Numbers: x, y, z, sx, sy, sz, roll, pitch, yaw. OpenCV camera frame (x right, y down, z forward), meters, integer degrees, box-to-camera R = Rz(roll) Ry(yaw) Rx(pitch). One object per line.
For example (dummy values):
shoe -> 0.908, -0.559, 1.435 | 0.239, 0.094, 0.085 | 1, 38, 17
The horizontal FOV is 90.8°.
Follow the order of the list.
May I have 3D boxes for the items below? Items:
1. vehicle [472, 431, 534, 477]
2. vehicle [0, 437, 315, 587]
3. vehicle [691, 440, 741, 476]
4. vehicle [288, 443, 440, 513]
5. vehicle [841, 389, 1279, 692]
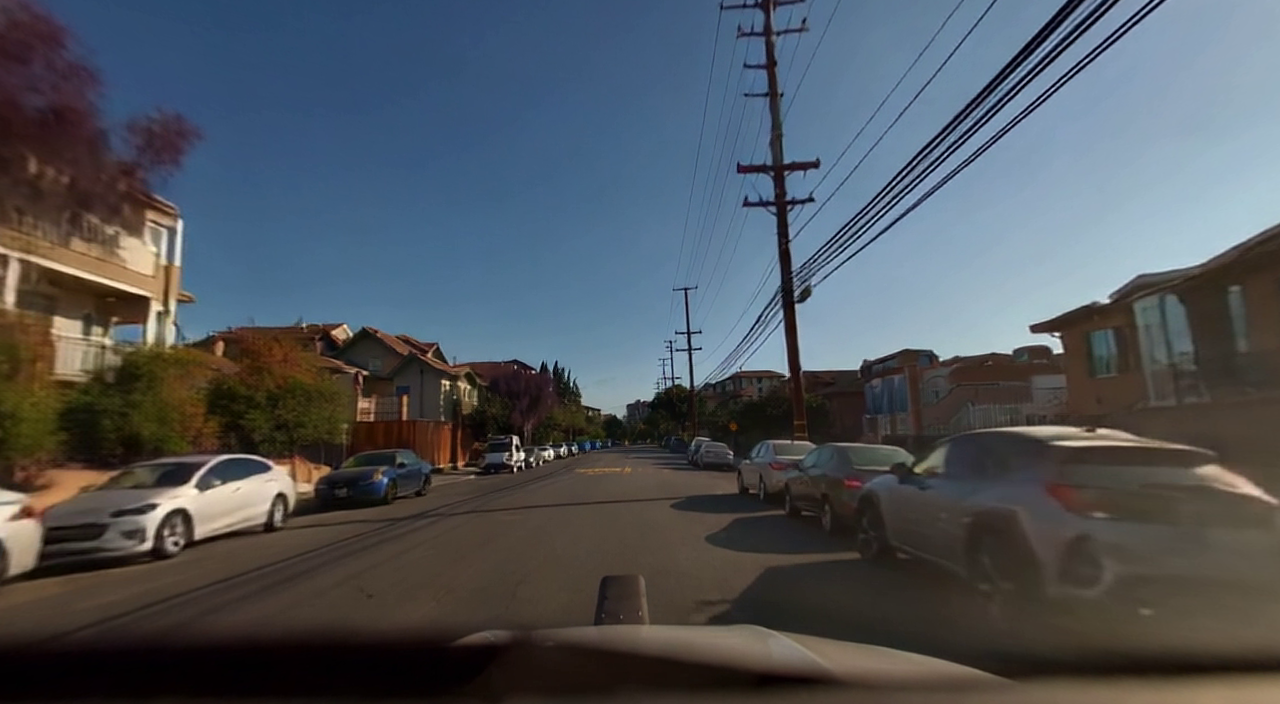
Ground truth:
vehicle -> -7.687, 5.743, 36.104 | 2.351, 2.251, 5.856 | -2, -8, -2
vehicle -> -7.655, 2.434, 10.711 | 1.981, 1.651, 4.683 | -5, -6, -3
vehicle -> 3.710, 5.247, 31.501 | 1.925, 1.634, 4.419 | 0, -8, 0
vehicle -> -7.506, 3.429, 17.838 | 2.145, 1.488, 4.646 | -3, -7, 1
vehicle -> 3.663, 1.393, 5.916 | 2.095, 1.694, 4.592 | -1, -8, 1
